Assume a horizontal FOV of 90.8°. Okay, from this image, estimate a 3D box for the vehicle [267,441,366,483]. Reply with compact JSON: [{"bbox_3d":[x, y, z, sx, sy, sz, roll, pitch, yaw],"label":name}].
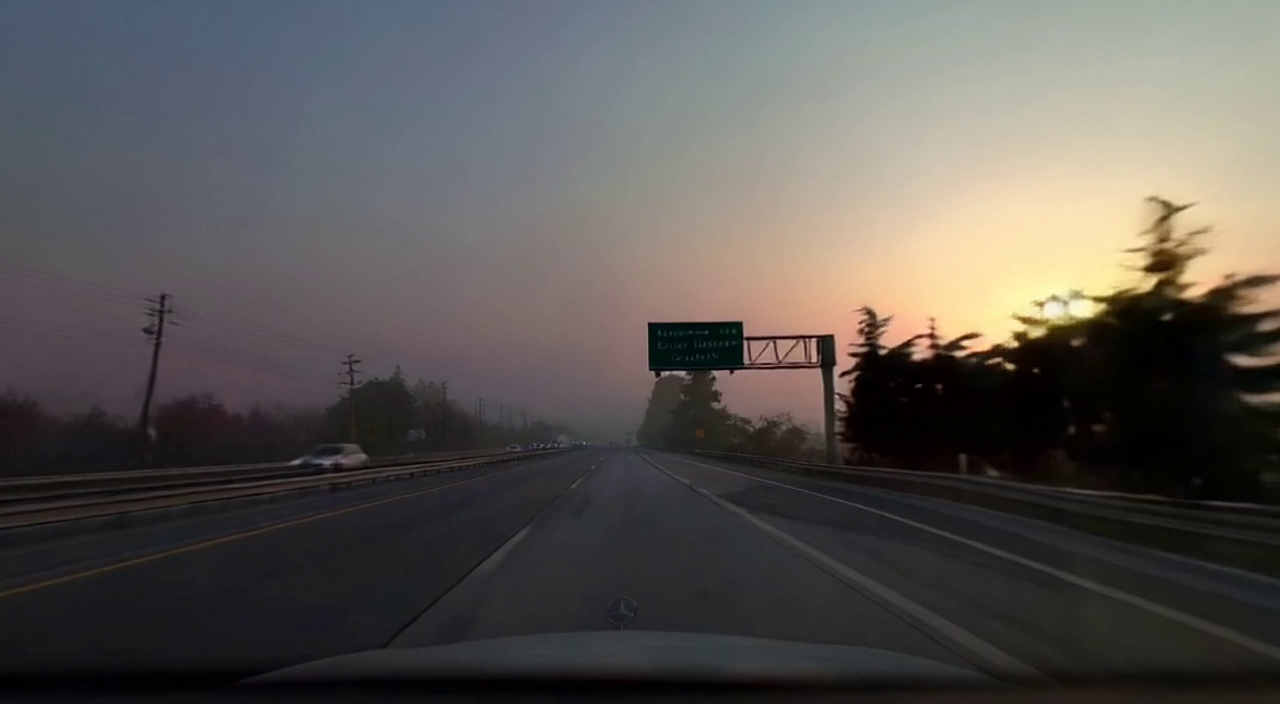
[{"bbox_3d":[-13.131,4.465,25.919,1.954,1.555,4.120,0,-9,-2],"label":"vehicle"}]
